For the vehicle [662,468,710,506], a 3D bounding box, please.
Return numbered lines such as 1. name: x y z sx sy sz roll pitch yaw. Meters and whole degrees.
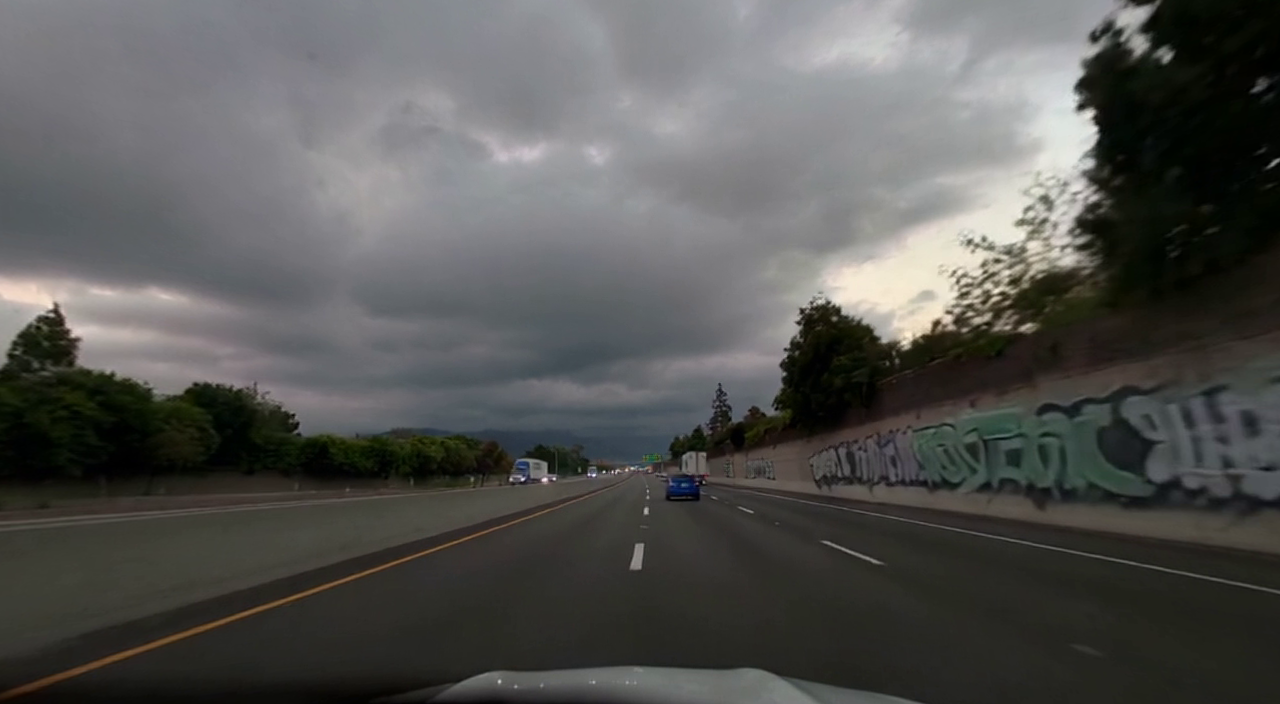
1. vehicle: 2.099 6.293 29.544 2.011 1.574 3.512 2 -10 1
